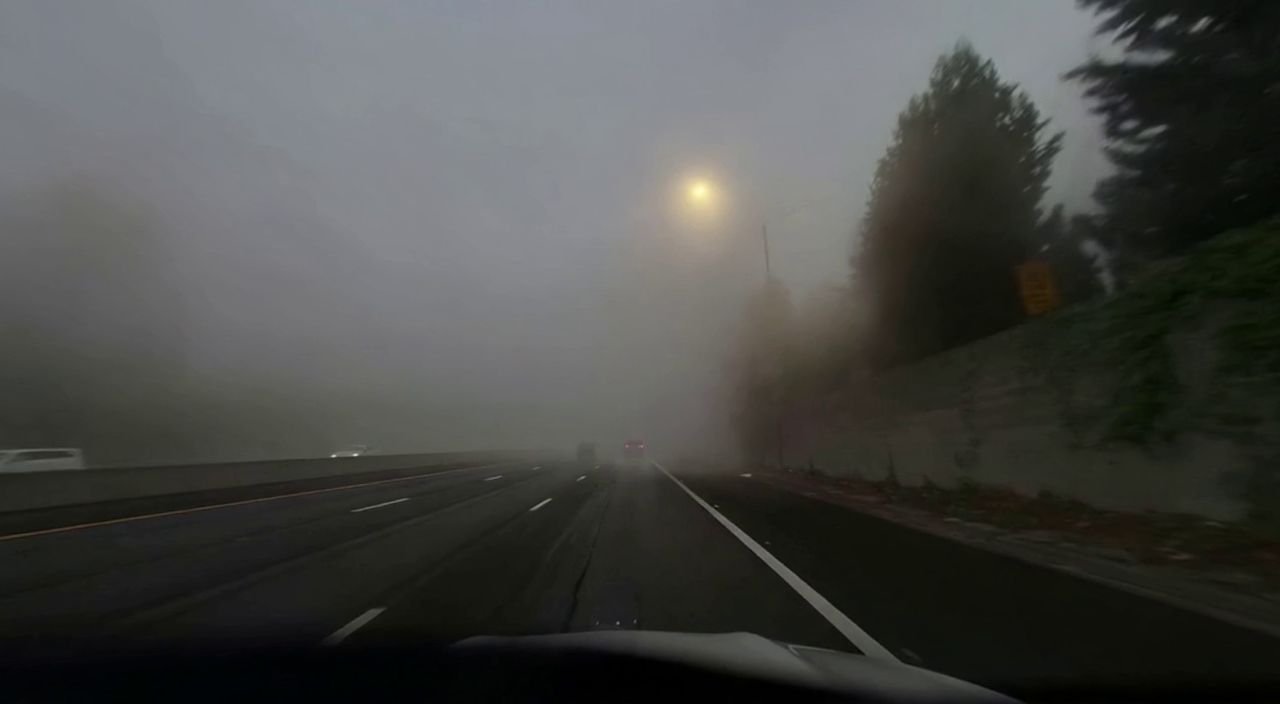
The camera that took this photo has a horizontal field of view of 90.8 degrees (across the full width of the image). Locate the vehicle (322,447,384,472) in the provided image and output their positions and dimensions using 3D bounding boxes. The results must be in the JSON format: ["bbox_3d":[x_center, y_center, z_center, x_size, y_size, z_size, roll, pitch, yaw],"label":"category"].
[{"bbox_3d":[-18.270,6.853,40.466,1.892,1.430,4.575,0,-8,-1],"label":"vehicle"}]
